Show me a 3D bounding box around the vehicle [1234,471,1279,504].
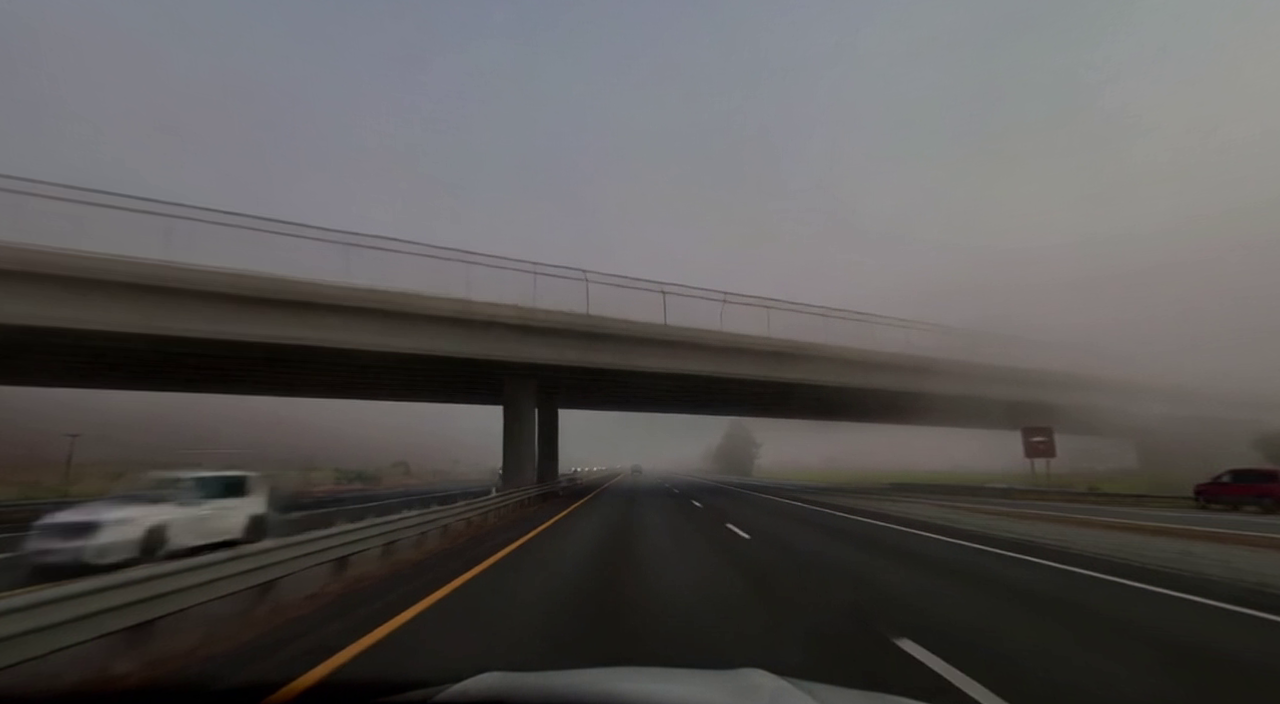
[{"bbox_3d":[32.691,6.964,32.525,1.951,1.616,4.175,-5,-12,30],"label":"vehicle"}]

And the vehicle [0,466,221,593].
[{"bbox_3d":[-8.417,2.387,9.089,1.789,1.453,4.296,1,-10,-1],"label":"vehicle"}]
